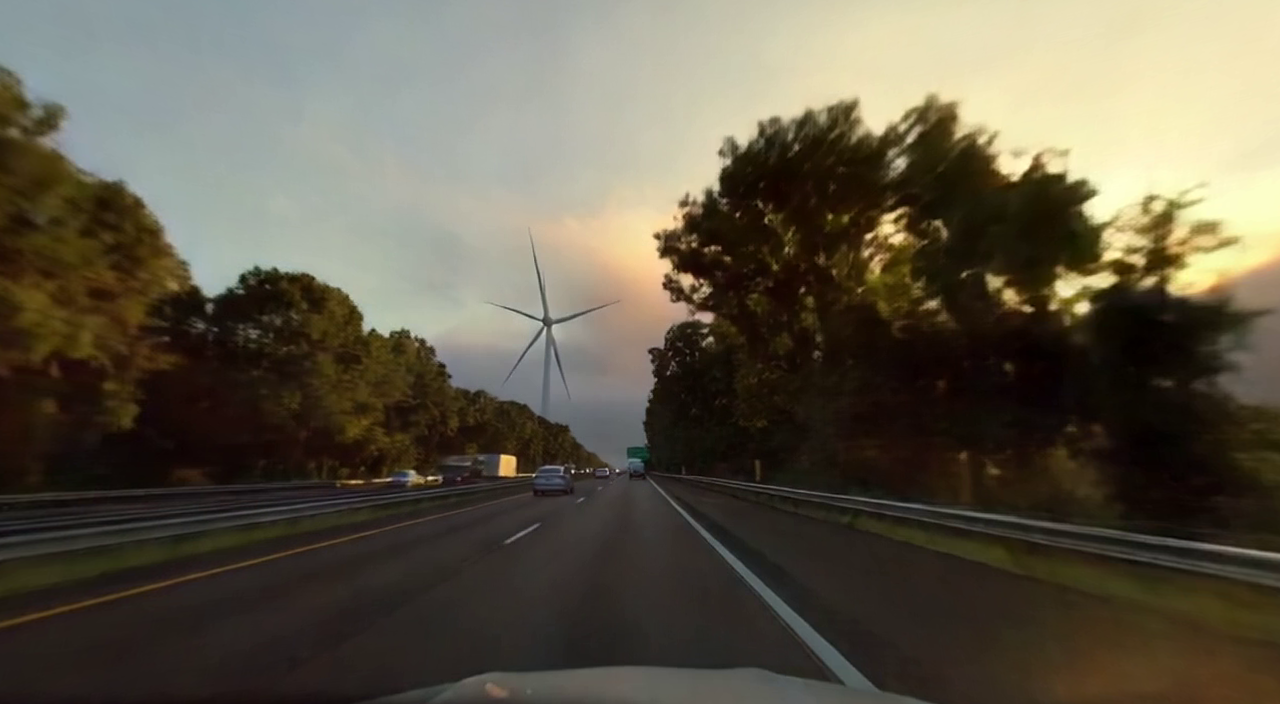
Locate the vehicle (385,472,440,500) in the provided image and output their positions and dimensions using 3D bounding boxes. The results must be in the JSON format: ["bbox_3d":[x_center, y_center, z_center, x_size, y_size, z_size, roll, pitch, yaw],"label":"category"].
[{"bbox_3d":[-12.627,7.457,35.153,1.687,1.411,3.627,1,-11,1],"label":"vehicle"}]

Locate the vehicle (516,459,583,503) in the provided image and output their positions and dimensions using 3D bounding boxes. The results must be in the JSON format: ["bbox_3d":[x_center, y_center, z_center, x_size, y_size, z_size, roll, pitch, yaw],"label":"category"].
[{"bbox_3d":[-3.763,5.509,27.076,2.124,1.705,4.440,1,-11,1],"label":"vehicle"}]
